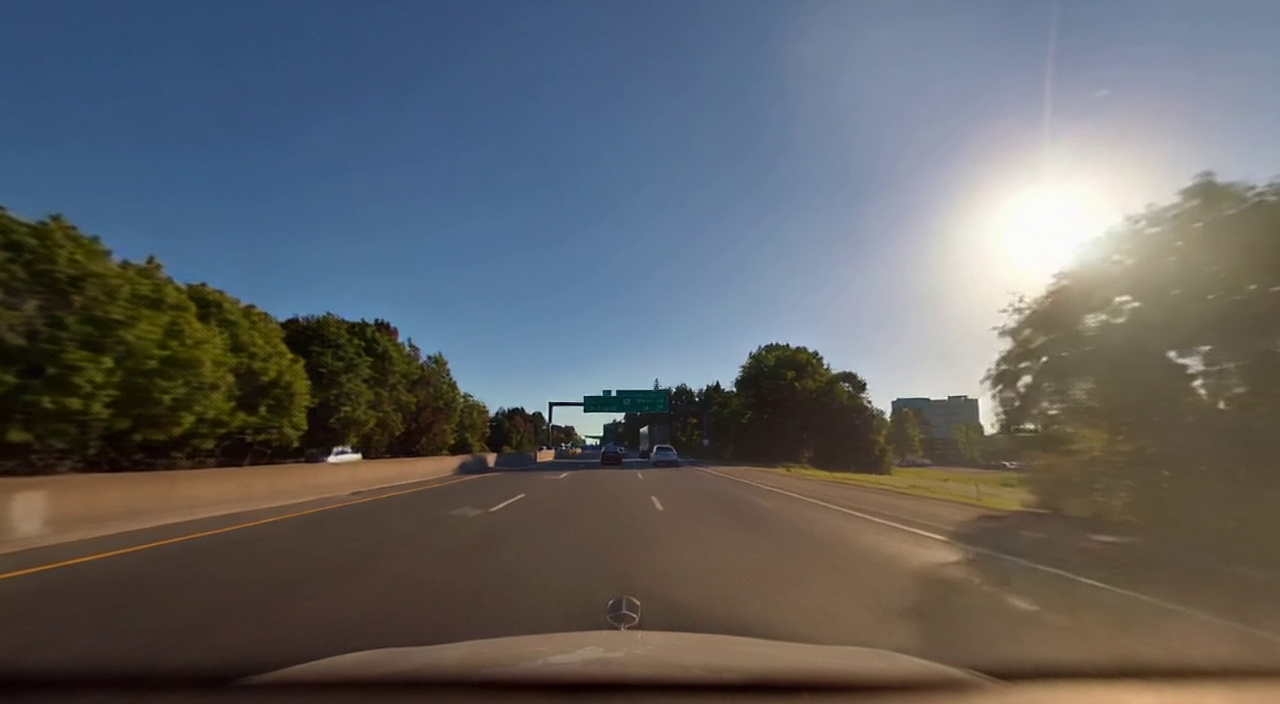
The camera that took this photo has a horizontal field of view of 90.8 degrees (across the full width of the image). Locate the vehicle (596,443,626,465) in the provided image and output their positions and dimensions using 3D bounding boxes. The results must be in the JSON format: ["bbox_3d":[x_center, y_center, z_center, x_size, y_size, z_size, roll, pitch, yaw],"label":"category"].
[{"bbox_3d":[-2.121,7.739,47.983,2.173,1.598,4.293,0,-9,-1],"label":"vehicle"}]

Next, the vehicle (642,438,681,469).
[{"bbox_3d":[1.361,6.712,41.916,2.139,1.925,4.312,1,-9,-3],"label":"vehicle"}]
